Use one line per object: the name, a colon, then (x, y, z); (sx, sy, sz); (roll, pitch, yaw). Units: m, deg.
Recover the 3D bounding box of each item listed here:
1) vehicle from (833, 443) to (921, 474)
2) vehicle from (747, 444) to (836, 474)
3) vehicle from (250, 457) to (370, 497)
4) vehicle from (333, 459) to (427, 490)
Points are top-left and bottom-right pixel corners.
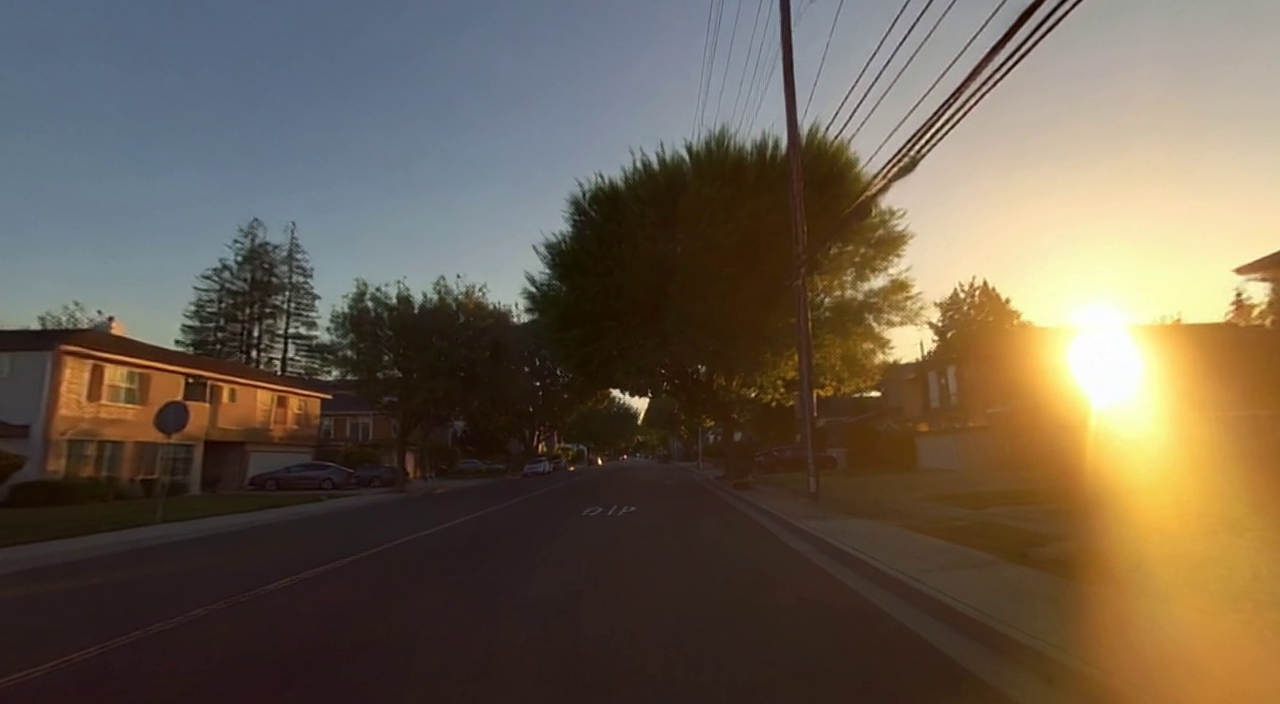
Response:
vehicle: (13.021, 5.876, 34.890); (4.122, 1.610, 1.888); (0, -9, 2)
vehicle: (9.366, 6.678, 39.407); (4.952, 1.775, 2.089); (0, -9, 0)
vehicle: (-15.147, 5.705, 29.091); (4.500, 1.714, 1.924); (-1, -9, 7)
vehicle: (-14.232, 6.688, 34.711); (4.260, 1.588, 1.927); (-1, -9, 6)
